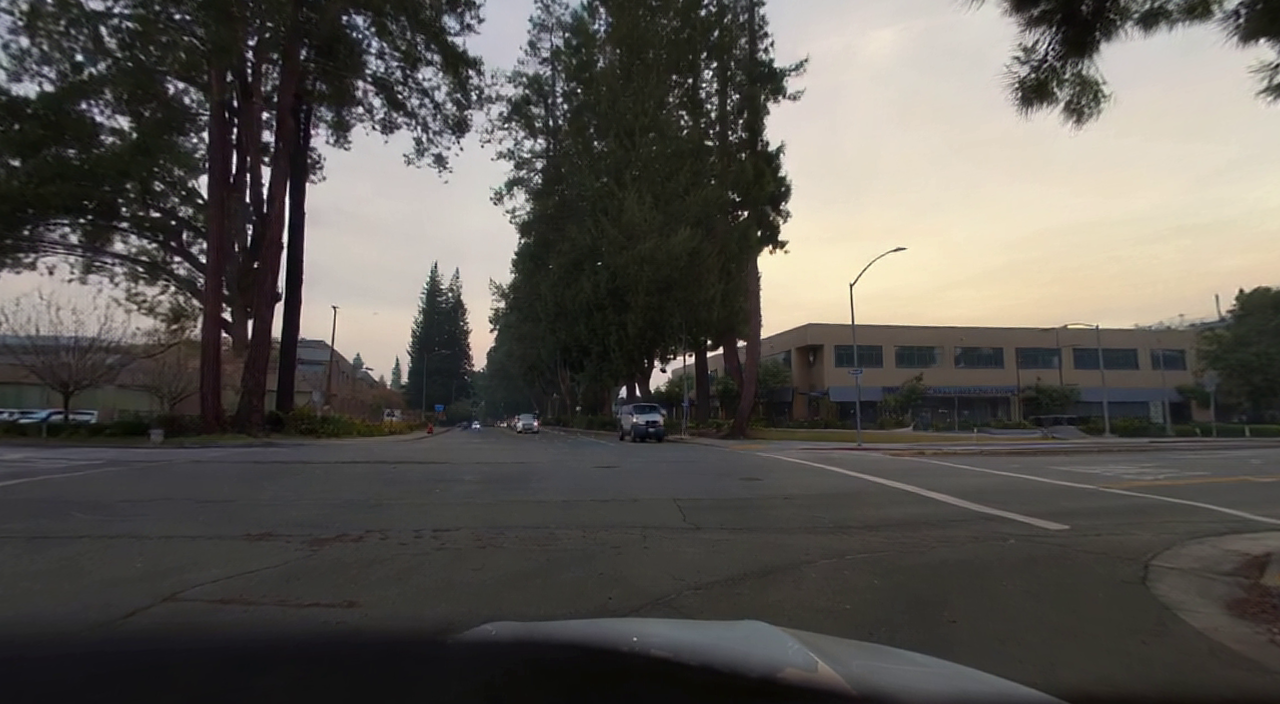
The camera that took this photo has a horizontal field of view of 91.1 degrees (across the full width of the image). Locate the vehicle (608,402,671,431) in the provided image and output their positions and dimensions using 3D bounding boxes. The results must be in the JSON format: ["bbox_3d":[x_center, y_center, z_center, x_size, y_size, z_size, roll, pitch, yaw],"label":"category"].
[{"bbox_3d":[-0.124,4.890,46.838,2.435,1.858,5.585,4,-9,-26],"label":"vehicle"}]

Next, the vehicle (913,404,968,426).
[{"bbox_3d":[23.854,5.025,49.752,4.674,1.483,1.745,6,-10,-35],"label":"vehicle"}]
